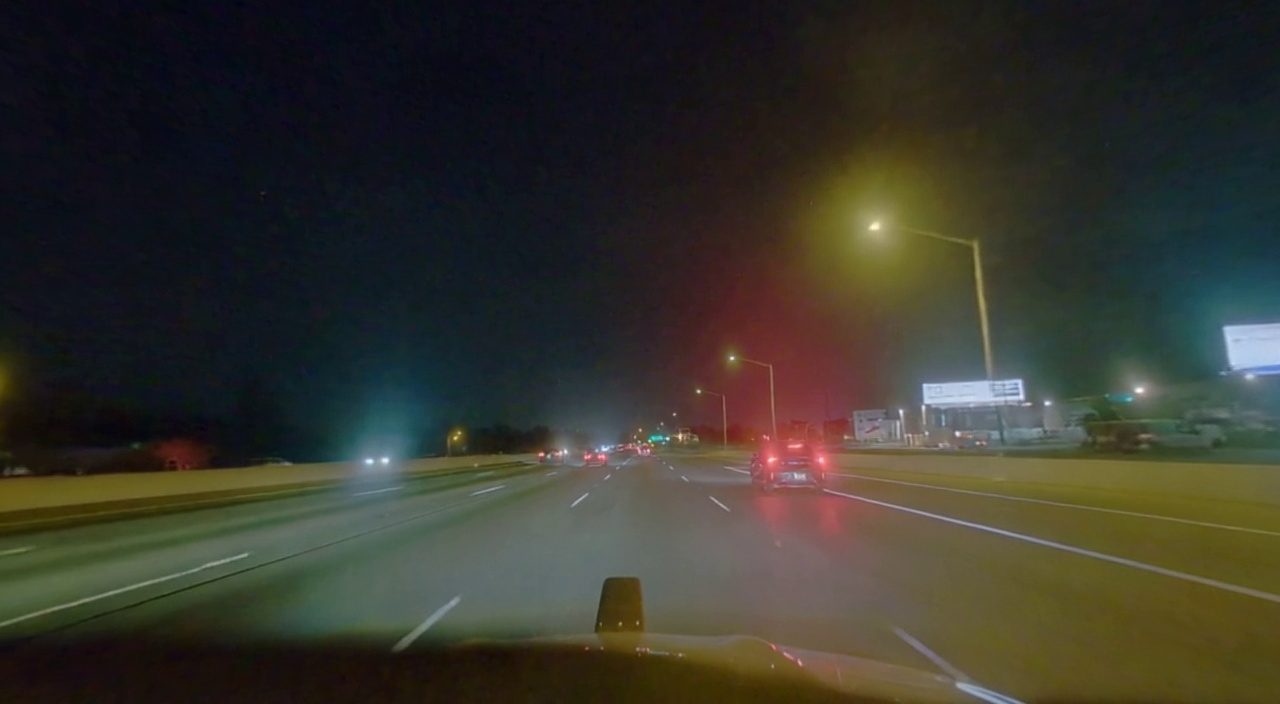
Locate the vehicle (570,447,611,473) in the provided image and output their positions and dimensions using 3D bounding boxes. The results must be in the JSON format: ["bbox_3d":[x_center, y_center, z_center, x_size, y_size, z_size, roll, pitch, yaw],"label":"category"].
[{"bbox_3d":[-3.006,6.694,39.305,2.139,1.510,4.506,0,-9,0],"label":"vehicle"}]

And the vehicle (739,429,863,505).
[{"bbox_3d":[4.204,3.094,17.377,2.109,1.764,4.704,0,-9,-1],"label":"vehicle"}]

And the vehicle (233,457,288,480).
[{"bbox_3d":[-27.924,8.556,46.461,1.694,1.499,3.764,0,-9,0],"label":"vehicle"}]

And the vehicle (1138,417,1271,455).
[{"bbox_3d":[37.201,5.569,41.658,6.179,2.207,2.545,-2,-9,1],"label":"vehicle"}]
